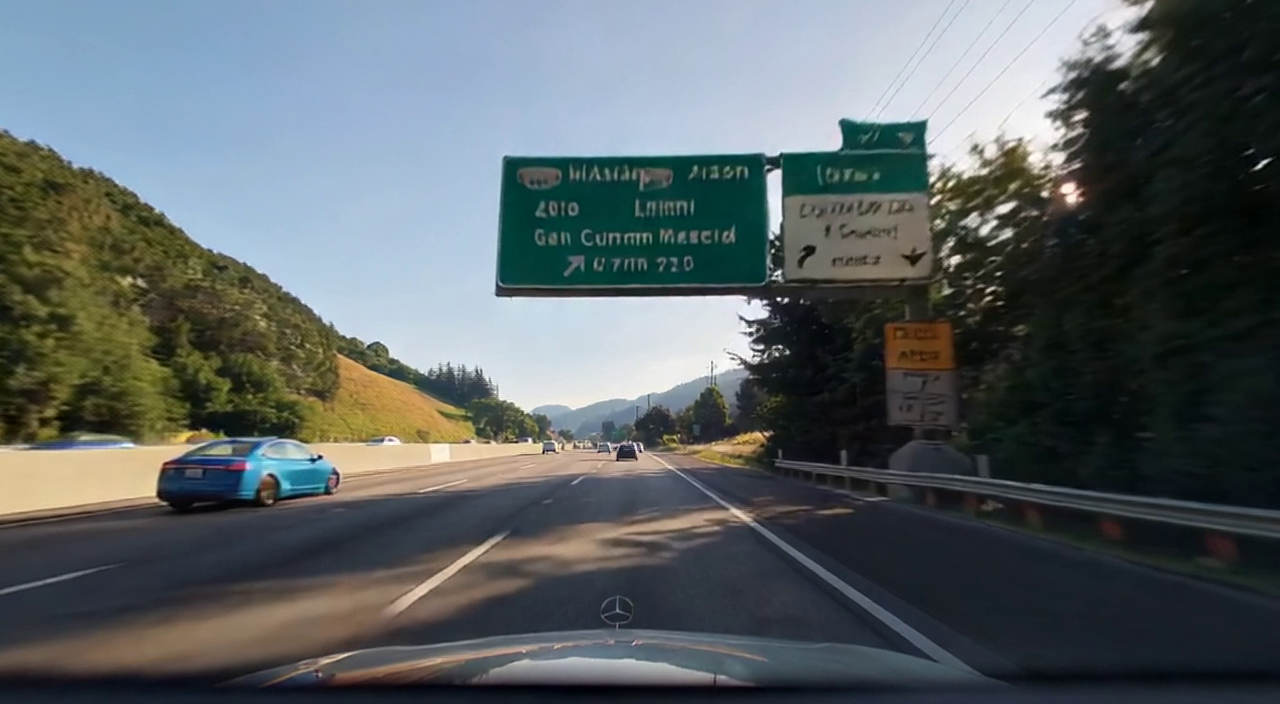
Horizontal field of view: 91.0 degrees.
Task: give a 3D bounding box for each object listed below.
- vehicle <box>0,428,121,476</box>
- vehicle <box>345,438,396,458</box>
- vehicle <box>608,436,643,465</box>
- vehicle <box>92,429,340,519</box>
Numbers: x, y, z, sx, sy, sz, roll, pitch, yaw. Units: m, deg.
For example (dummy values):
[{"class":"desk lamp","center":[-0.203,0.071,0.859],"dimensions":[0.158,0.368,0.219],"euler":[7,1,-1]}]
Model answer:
[{"class":"vehicle","center":[-19.744,3.307,20.920],"dimensions":[1.750,1.449,3.748],"euler":[0,-8,-1]},{"class":"vehicle","center":[-20.378,7.296,47.832],"dimensions":[1.892,1.454,4.599],"euler":[0,-8,-1]},{"class":"vehicle","center":[-0.896,6.036,38.709],"dimensions":[2.040,1.715,3.906],"euler":[0,-8,-1]},{"class":"vehicle","center":[-8.166,2.363,12.771],"dimensions":[2.047,1.486,4.306],"euler":[0,-8,0]}]
